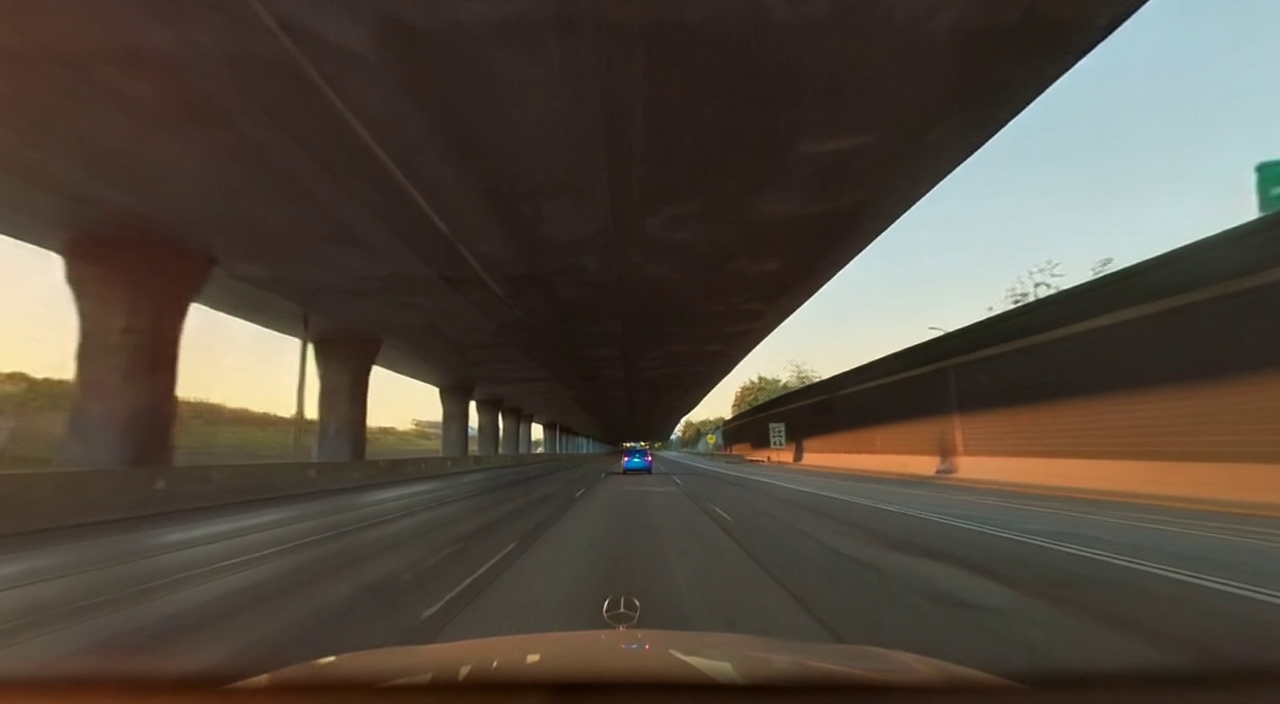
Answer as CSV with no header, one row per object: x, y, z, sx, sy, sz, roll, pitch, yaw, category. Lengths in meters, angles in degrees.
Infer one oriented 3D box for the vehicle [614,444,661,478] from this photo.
-0.124,5.155,29.924,2.055,1.501,4.321,0,-9,-1,vehicle
